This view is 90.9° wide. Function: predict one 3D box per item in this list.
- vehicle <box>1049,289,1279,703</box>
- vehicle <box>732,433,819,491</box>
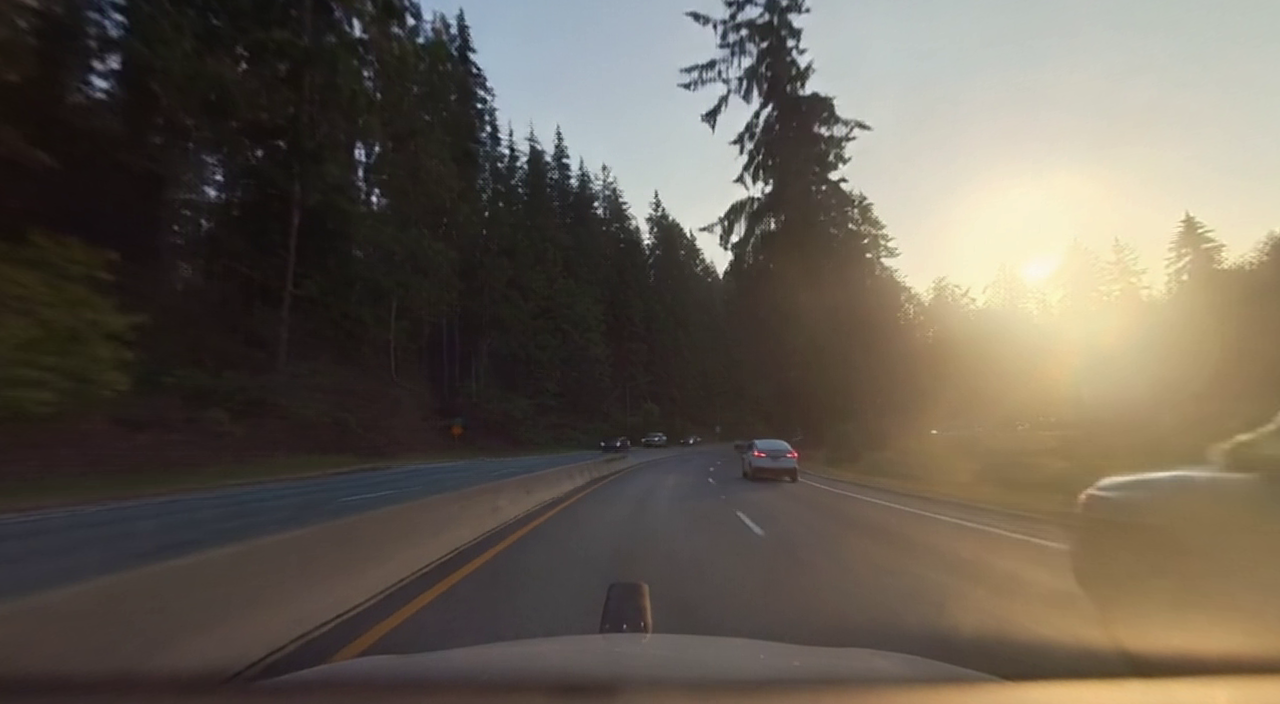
[{"bbox_3d":[3.555,0.549,1.239,2.270,1.897,4.822,0,-8,1],"label":"vehicle"},{"bbox_3d":[4.400,3.645,21.241,2.112,1.708,4.380,0,-8,2],"label":"vehicle"}]
